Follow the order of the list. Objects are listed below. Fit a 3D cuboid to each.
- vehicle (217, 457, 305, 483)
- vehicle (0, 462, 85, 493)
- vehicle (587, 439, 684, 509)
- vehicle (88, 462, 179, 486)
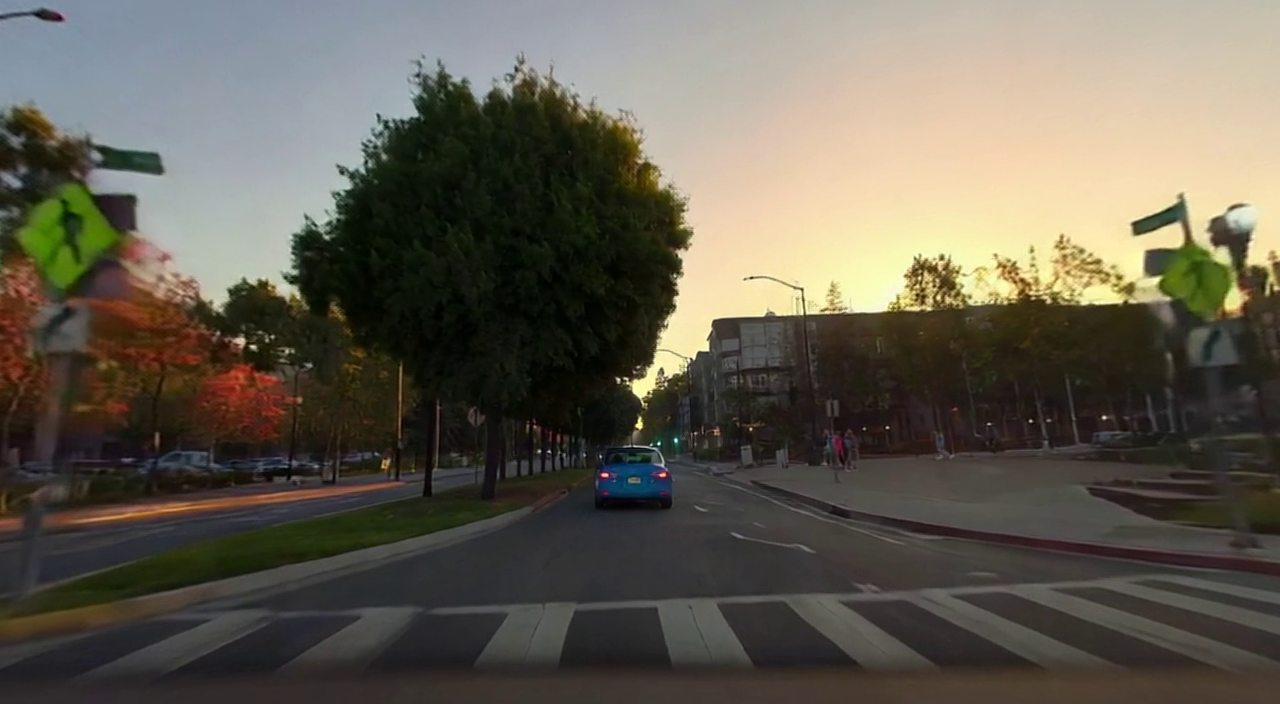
[{"bbox_3d":[-22.976,7.158,38.425,4.038,1.531,2.015,0,-9,-3],"label":"vehicle"},{"bbox_3d":[-35.548,7.286,36.655,4.466,1.619,2.319,0,-8,-1],"label":"vehicle"},{"bbox_3d":[-0.161,3.137,16.715,2.221,1.570,4.398,0,-9,-2],"label":"vehicle"},{"bbox_3d":[-35.375,8.546,44.246,4.500,1.542,2.155,0,-9,0],"label":"vehicle"}]
